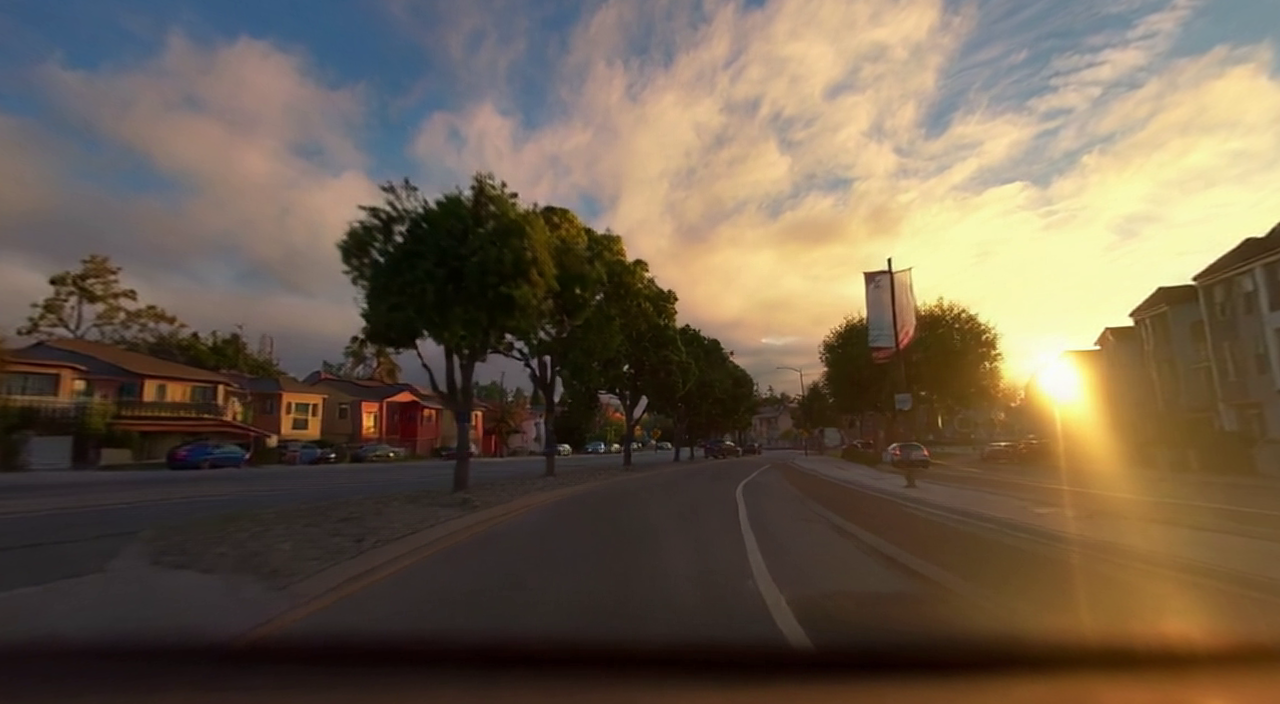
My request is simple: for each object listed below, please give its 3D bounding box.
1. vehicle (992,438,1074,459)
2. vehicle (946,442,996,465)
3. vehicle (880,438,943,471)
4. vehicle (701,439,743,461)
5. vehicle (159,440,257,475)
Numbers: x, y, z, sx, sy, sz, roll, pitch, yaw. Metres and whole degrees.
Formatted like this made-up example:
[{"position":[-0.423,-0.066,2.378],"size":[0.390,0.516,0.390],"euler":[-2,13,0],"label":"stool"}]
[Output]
[{"position":[29.274,7.207,47.215],"size":[4.669,1.517,1.993],"euler":[-2,-9,10],"label":"vehicle"},{"position":[23.614,7.258,45.285],"size":[1.945,1.531,4.589],"euler":[-2,-9,12],"label":"vehicle"},{"position":[14.936,5.745,35.035],"size":[1.988,1.487,4.479],"euler":[-3,-13,8],"label":"vehicle"},{"position":[6.140,7.224,46.585],"size":[2.081,1.489,4.863],"euler":[-3,-9,19],"label":"vehicle"},{"position":[-26.294,6.508,38.682],"size":[1.958,1.708,4.611],"euler":[-6,-14,16],"label":"vehicle"}]
